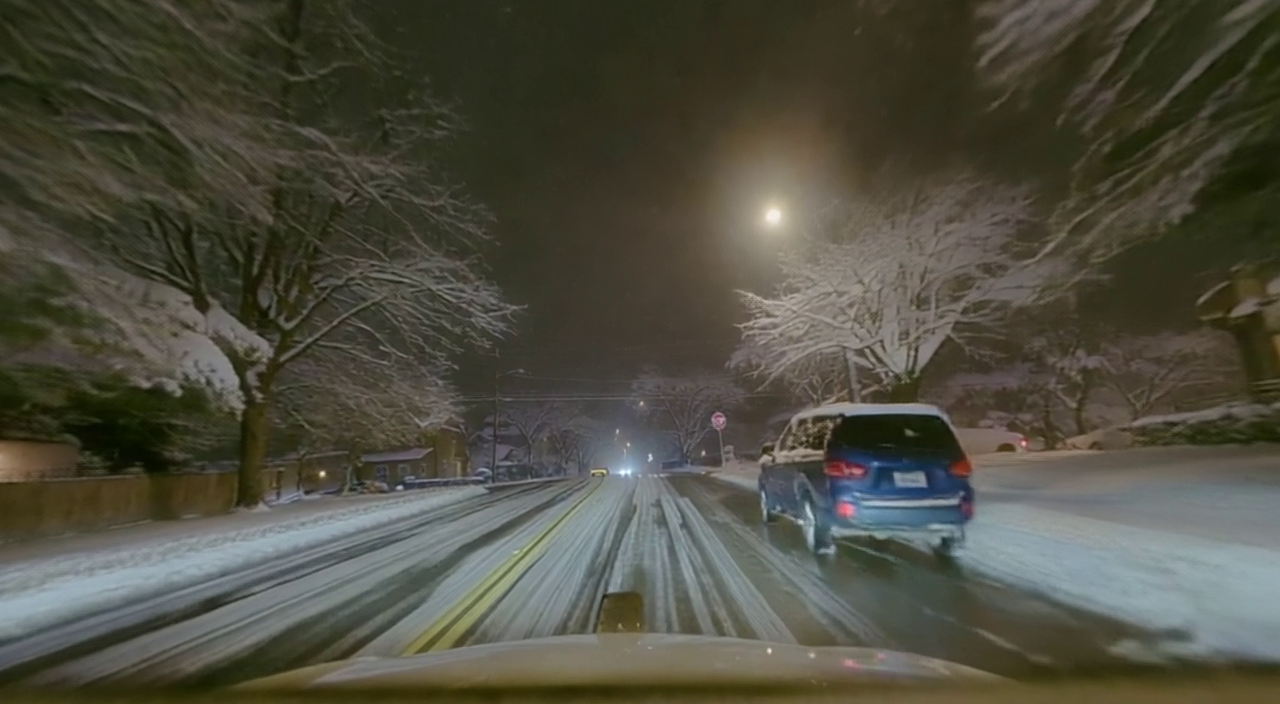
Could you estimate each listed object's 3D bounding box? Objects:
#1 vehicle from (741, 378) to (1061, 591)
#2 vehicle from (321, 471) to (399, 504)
[{"bbox_3d":[2.715,1.538,8.014,2.109,1.875,4.488,-1,-9,0],"label":"vehicle"},{"bbox_3d":[-18.460,8.929,41.642,4.274,1.626,2.093,-7,-10,10],"label":"vehicle"}]
